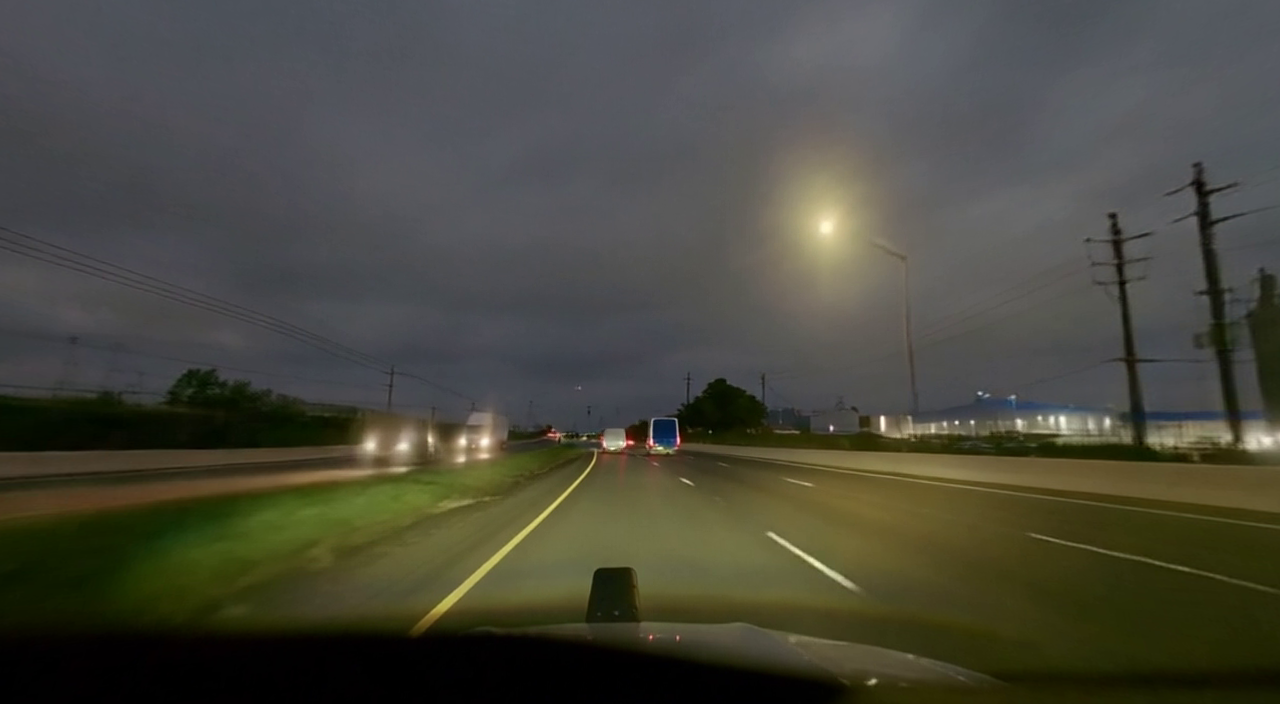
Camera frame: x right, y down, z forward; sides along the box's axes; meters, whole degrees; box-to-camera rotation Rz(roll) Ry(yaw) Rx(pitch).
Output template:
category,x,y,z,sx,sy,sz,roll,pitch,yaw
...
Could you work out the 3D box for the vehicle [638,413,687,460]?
category,x,y,z,sx,sy,sz,roll,pitch,yaw
vehicle,1.502,6.199,45.975,2.713,3.140,6.640,0,-8,-5
